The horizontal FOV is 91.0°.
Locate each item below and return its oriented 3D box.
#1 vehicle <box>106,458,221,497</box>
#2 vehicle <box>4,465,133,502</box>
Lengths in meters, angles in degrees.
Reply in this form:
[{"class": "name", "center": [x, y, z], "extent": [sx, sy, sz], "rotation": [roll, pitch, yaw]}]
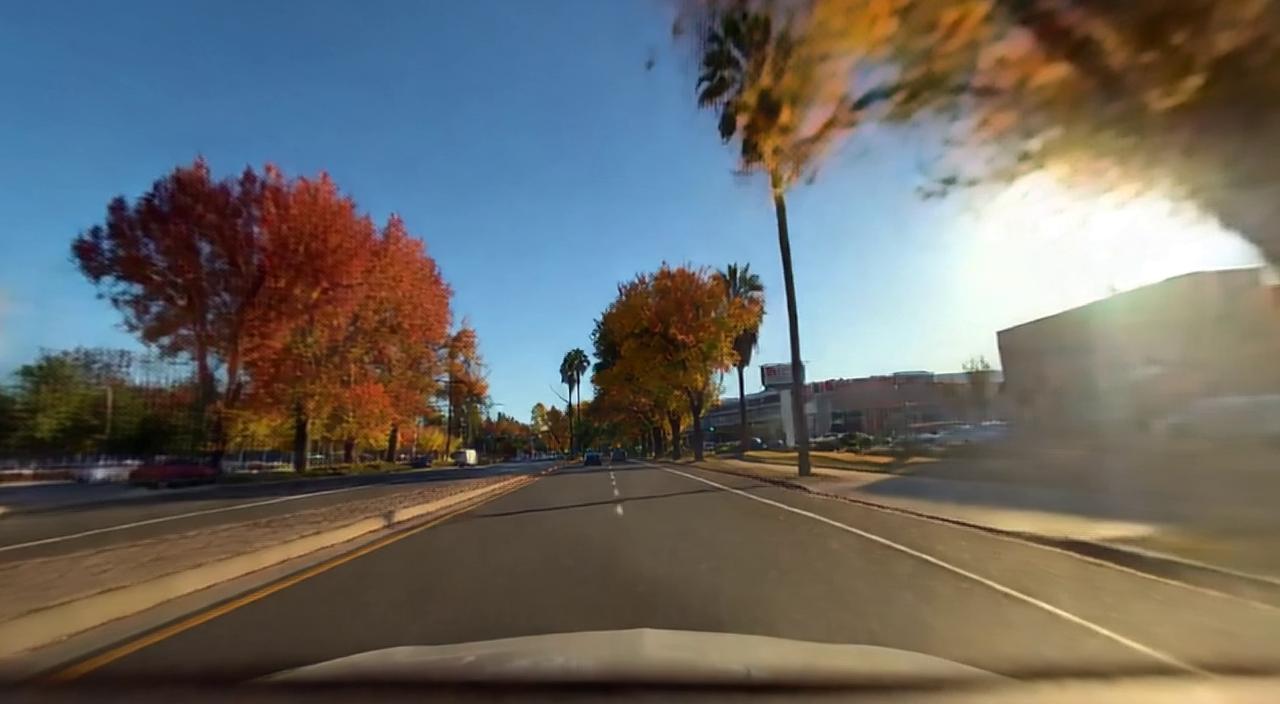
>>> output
[{"class": "vehicle", "center": [-22.198, 5.815, 29.613], "extent": [1.994, 1.652, 4.570], "rotation": [0, -9, -3]}, {"class": "vehicle", "center": [-26.003, 5.963, 28.916], "extent": [1.915, 1.485, 4.389], "rotation": [0, -9, -3]}]
